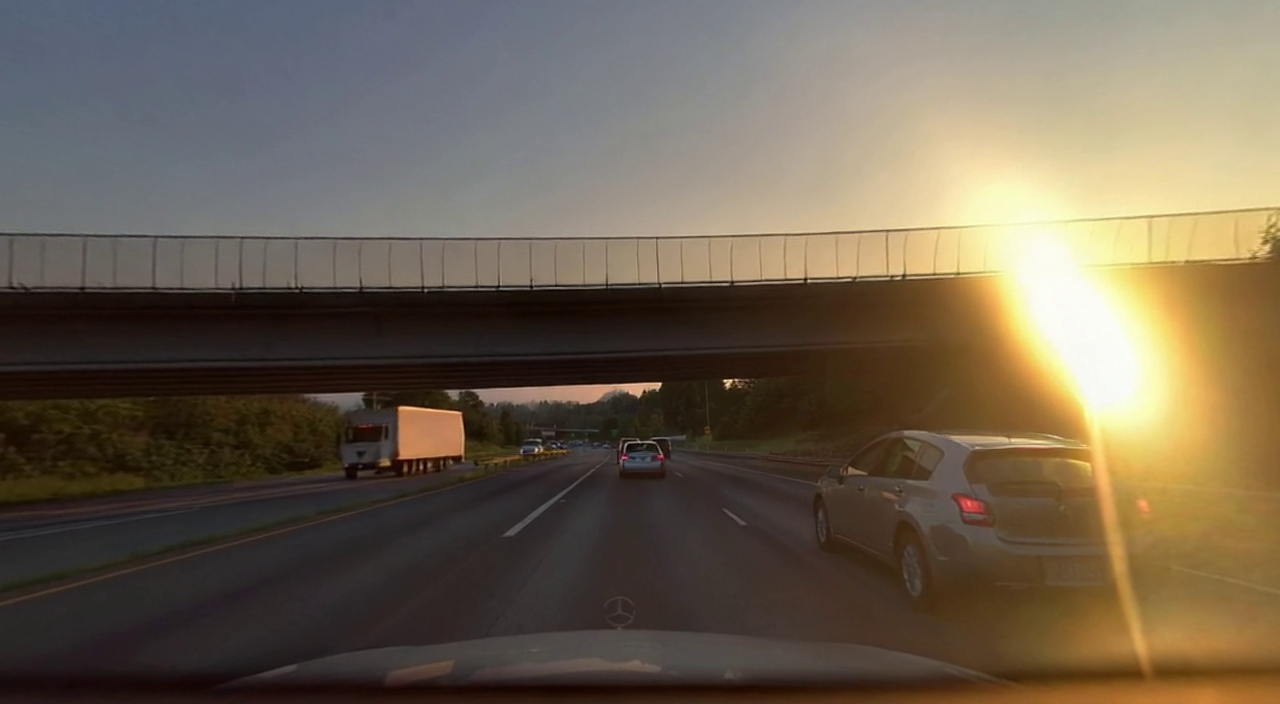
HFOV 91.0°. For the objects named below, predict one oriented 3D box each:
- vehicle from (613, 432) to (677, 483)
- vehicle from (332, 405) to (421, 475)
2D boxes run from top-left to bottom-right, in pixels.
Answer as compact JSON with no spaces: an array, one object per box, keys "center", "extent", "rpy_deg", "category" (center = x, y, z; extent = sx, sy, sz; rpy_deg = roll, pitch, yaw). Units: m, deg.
[{"center":[0.106,3.746,22.653],"extent":[2.092,1.636,4.024],"rpy_deg":[0,-8,-2],"category":"vehicle"},{"center":[-16.075,5.426,38.915],"extent":[3.032,3.983,5.800],"rpy_deg":[0,-8,-1],"category":"vehicle"}]
